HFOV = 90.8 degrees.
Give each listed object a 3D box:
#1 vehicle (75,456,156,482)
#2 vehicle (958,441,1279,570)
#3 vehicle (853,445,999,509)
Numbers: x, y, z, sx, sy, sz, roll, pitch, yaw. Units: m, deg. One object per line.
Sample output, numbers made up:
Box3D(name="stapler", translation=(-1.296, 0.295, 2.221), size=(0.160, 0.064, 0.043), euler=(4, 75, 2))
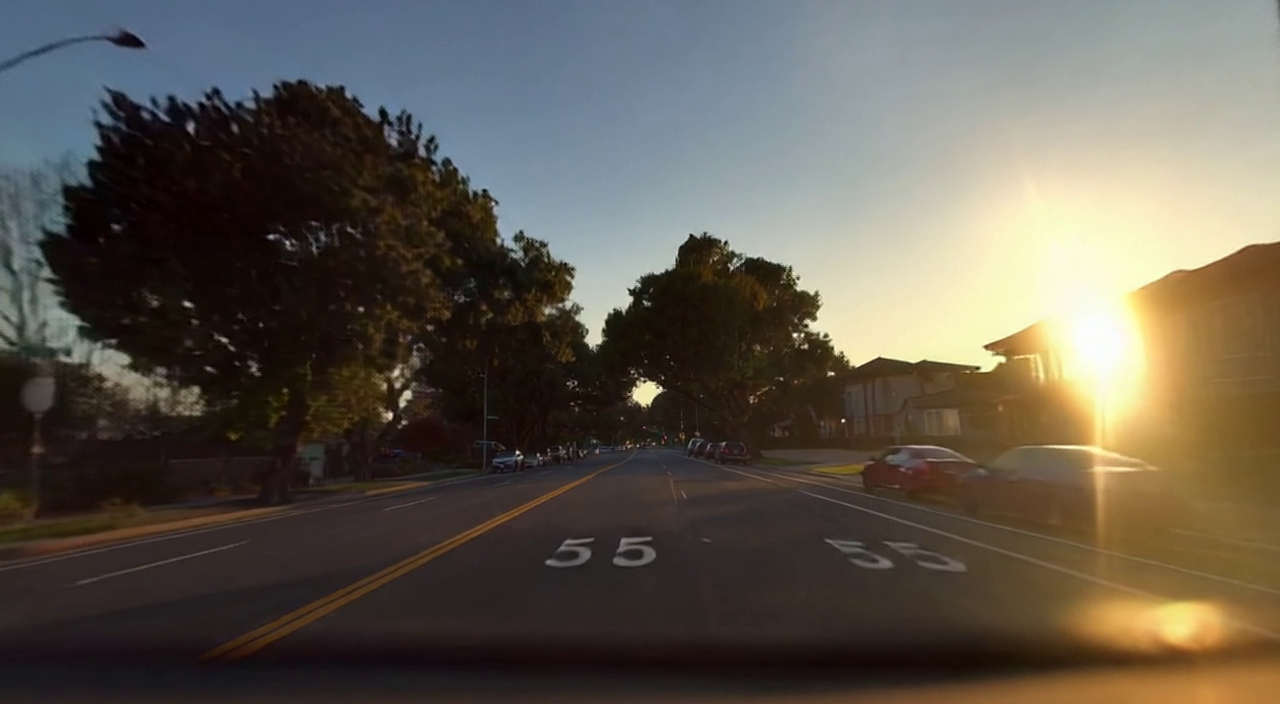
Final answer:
Box3D(name="vehicle", translation=(-32.847, 7.302, 39.706), size=(1.736, 1.437, 3.766), euler=(0, -8, 1))
Box3D(name="vehicle", translation=(6.997, 2.101, 9.561), size=(2.001, 1.454, 4.494), euler=(0, -8, 0))
Box3D(name="vehicle", translation=(7.168, 3.133, 16.415), size=(1.854, 1.425, 4.316), euler=(0, -8, 2))
